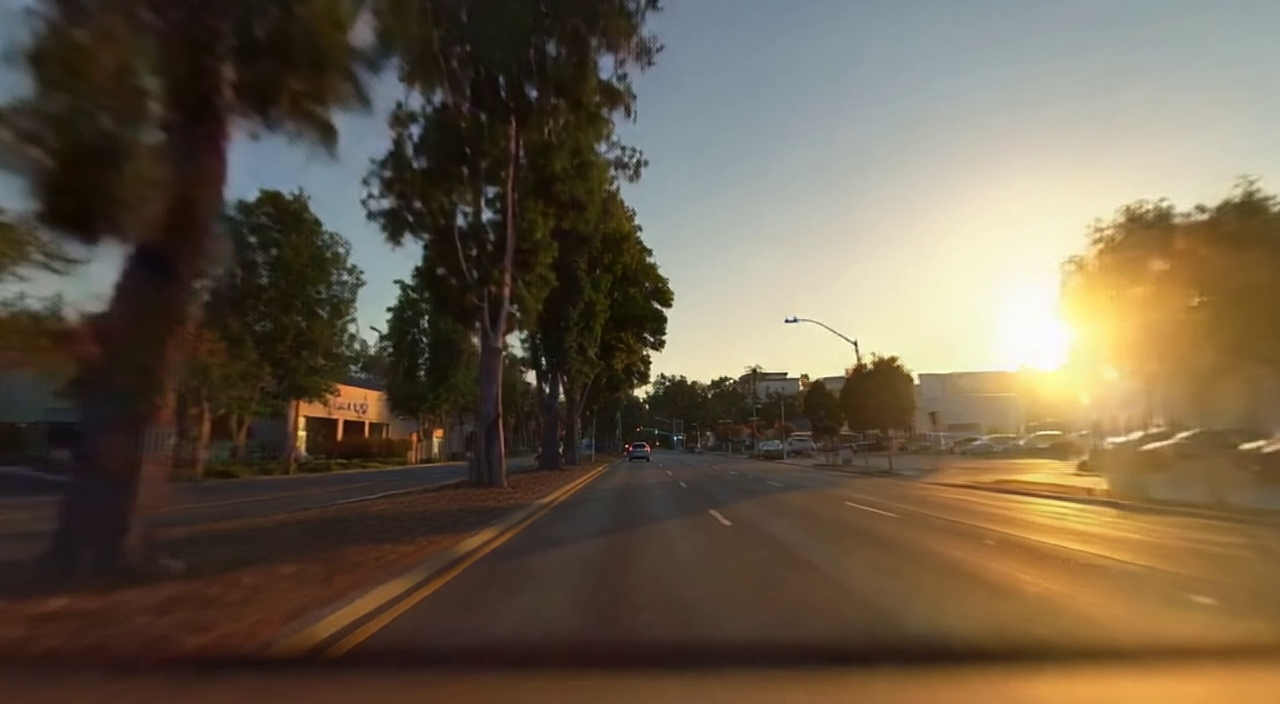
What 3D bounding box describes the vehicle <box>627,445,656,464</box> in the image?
[{"bbox_3d":[0.104,8.055,49.751,2.159,1.461,4.142,0,-8,-1],"label":"vehicle"}]
